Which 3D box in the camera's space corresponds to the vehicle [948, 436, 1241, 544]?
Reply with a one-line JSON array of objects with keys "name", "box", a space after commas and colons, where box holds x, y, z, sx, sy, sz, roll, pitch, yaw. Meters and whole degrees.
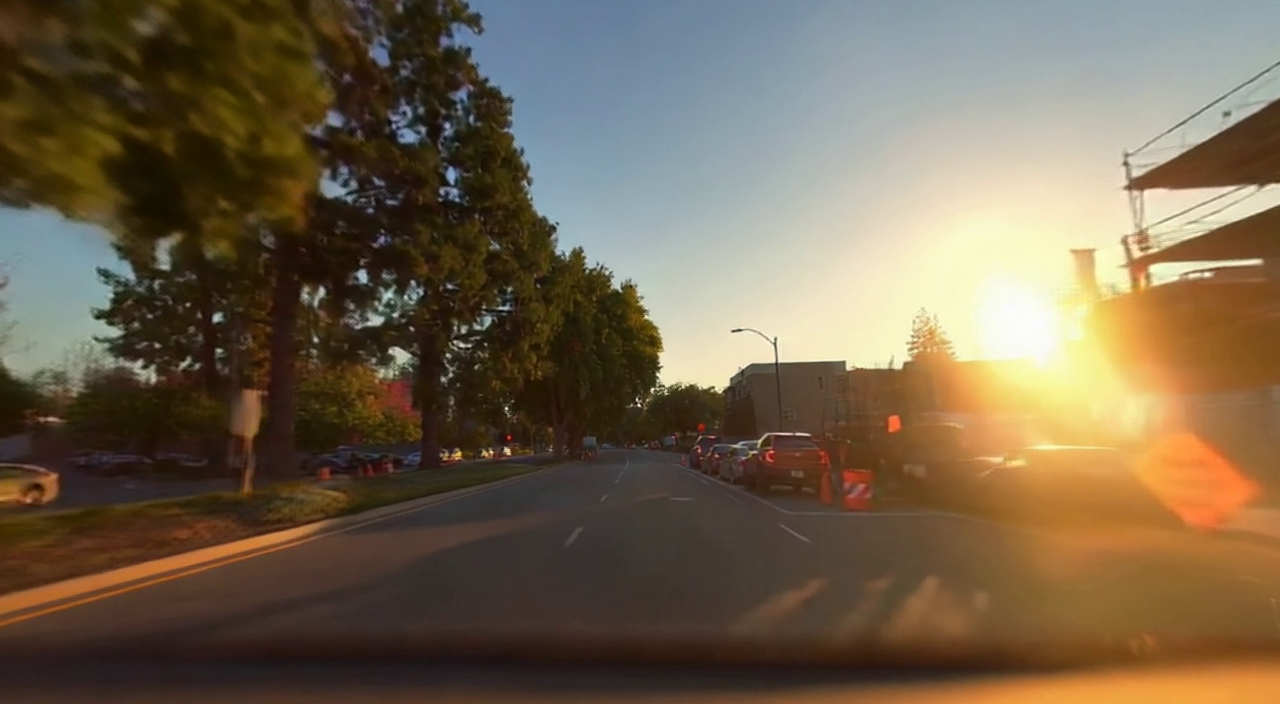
[{"name": "vehicle", "box": [7.433, 2.248, 11.028, 1.933, 1.483, 4.330, 0, -8, 1]}]

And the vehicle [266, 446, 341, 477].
[{"name": "vehicle", "box": [-21.579, 7.021, 40.675, 1.986, 1.805, 5.444, 0, -8, -2]}]

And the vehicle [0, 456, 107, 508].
[{"name": "vehicle", "box": [-21.742, 4.548, 22.477, 1.832, 1.583, 4.083, 0, -8, 0]}]

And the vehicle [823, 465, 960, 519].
[{"name": "vehicle", "box": [4.996, 2.800, 12.837, 1.973, 0.903, 2.151, 0, -8, 3]}]

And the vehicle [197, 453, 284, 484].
[{"name": "vehicle", "box": [-21.600, 6.264, 34.283, 1.811, 1.480, 4.425, 0, -8, 0]}]

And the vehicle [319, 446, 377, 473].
[{"name": "vehicle", "box": [-21.600, 7.966, 46.888, 2.027, 1.855, 4.908, 0, -8, -2]}]

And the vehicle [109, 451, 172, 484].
[{"name": "vehicle", "box": [-28.779, 6.559, 36.244, 4.514, 1.692, 2.108, -8, -11, 44]}]

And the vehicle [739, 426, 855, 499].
[{"name": "vehicle", "box": [4.356, 3.164, 18.419, 2.050, 1.832, 4.794, 0, -8, -1]}]
